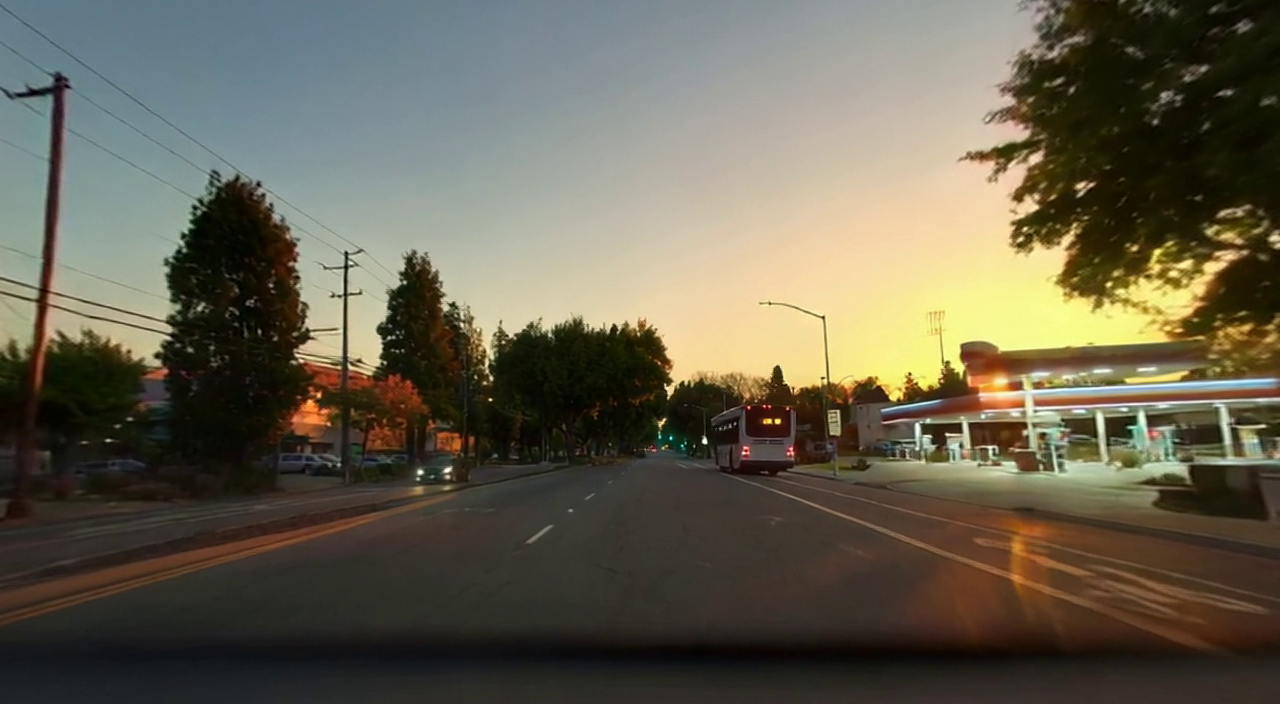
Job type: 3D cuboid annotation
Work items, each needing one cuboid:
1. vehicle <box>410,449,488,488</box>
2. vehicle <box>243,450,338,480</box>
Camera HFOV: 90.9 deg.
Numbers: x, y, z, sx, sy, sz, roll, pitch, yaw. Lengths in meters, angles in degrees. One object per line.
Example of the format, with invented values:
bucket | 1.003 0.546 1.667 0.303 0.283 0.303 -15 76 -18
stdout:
vehicle | -7.988 4.884 26.777 1.900 1.481 4.317 0 -8 1
vehicle | -24.172 7.778 43.861 2.284 1.855 5.392 -4 -9 25
